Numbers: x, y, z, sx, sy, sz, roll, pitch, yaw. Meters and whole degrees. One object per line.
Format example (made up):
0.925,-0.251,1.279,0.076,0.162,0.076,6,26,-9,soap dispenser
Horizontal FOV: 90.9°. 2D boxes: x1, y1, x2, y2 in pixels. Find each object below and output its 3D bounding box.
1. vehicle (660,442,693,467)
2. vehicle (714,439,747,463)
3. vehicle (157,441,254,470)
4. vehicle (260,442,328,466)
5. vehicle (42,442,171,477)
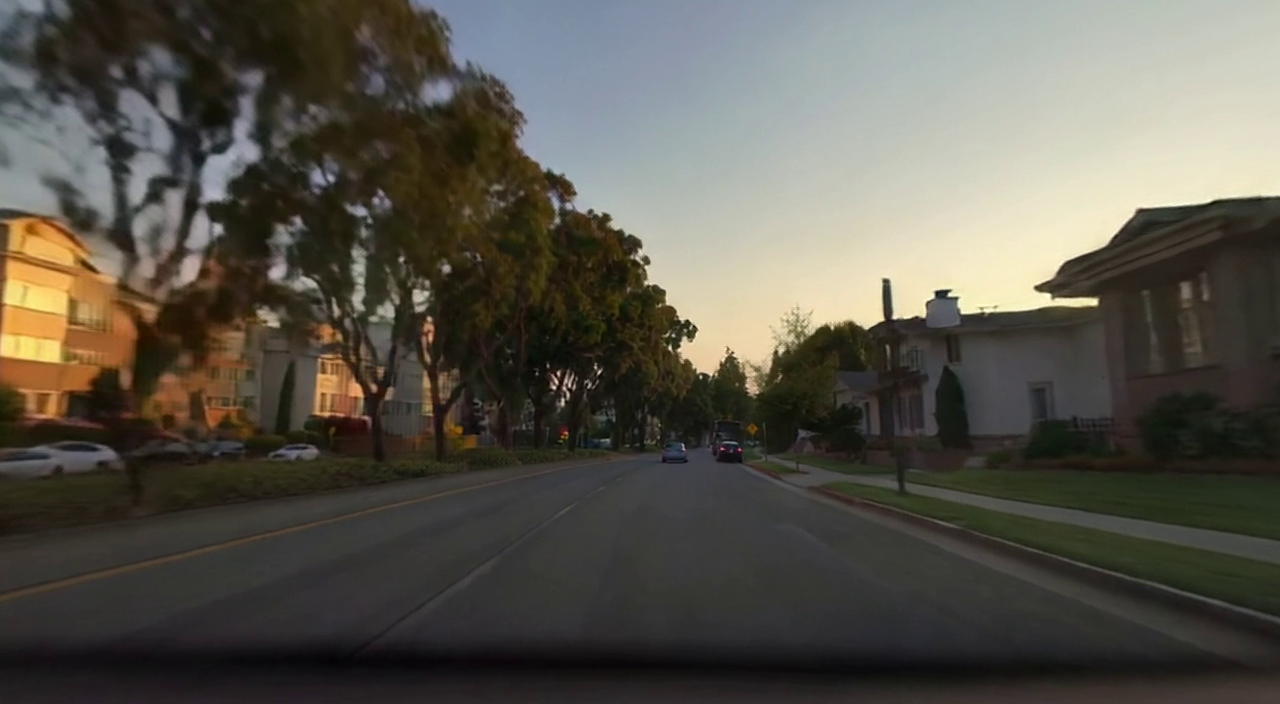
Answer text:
2.166,6.121,37.916,1.871,1.370,4.206,-1,-8,3,vehicle
6.688,7.374,47.126,2.121,1.659,4.675,-1,-8,5,vehicle
-24.061,5.756,35.158,1.814,1.484,4.474,-1,-8,8,vehicle
-23.277,6.843,42.567,1.841,1.493,4.335,-2,-9,5,vehicle
-24.557,4.940,29.284,1.772,1.447,4.582,-1,-8,4,vehicle
